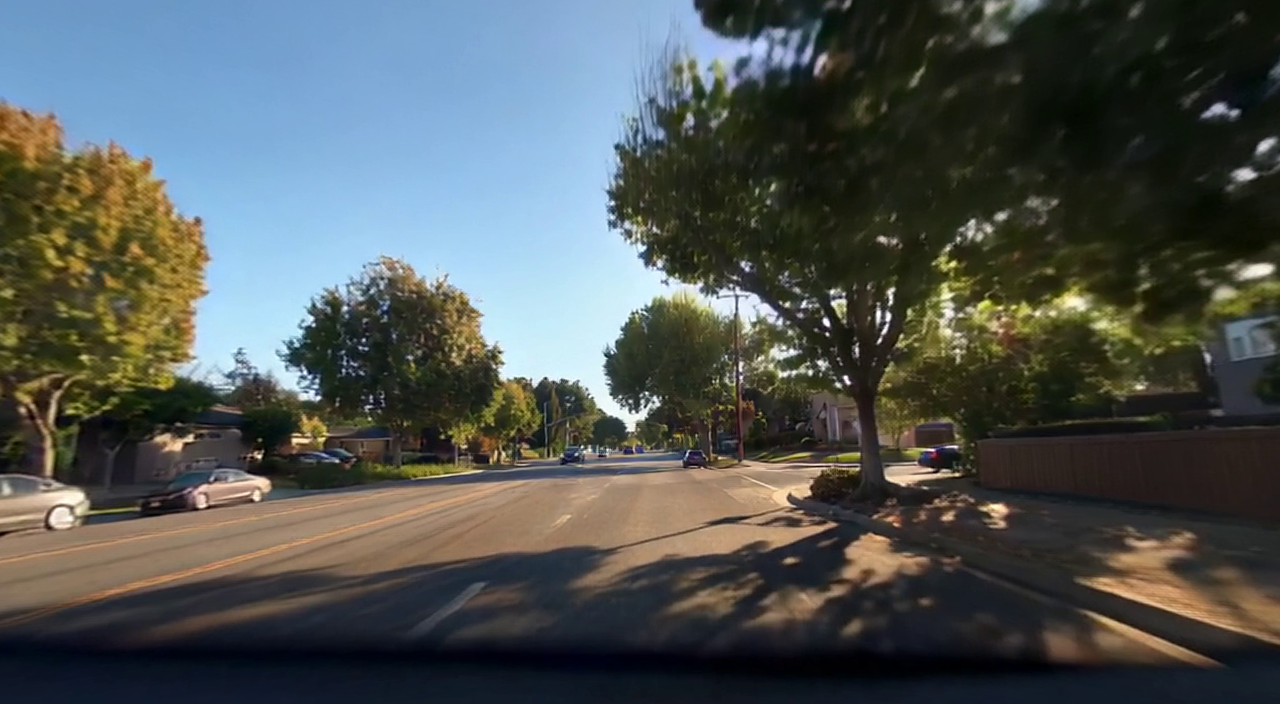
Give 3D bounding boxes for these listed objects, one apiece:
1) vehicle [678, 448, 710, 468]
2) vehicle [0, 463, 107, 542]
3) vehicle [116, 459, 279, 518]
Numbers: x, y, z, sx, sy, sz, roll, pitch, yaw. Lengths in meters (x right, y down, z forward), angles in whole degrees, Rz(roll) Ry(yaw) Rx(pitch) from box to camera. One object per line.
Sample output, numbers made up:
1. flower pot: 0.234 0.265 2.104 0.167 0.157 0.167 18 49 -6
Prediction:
1. vehicle: 4.166 8.211 49.161 2.031 1.500 4.590 0 -8 -1
2. vehicle: -13.850 3.108 12.975 1.936 1.489 4.311 0 -8 2
3. vehicle: -13.696 4.213 19.962 1.863 1.481 4.363 -2 -9 2
